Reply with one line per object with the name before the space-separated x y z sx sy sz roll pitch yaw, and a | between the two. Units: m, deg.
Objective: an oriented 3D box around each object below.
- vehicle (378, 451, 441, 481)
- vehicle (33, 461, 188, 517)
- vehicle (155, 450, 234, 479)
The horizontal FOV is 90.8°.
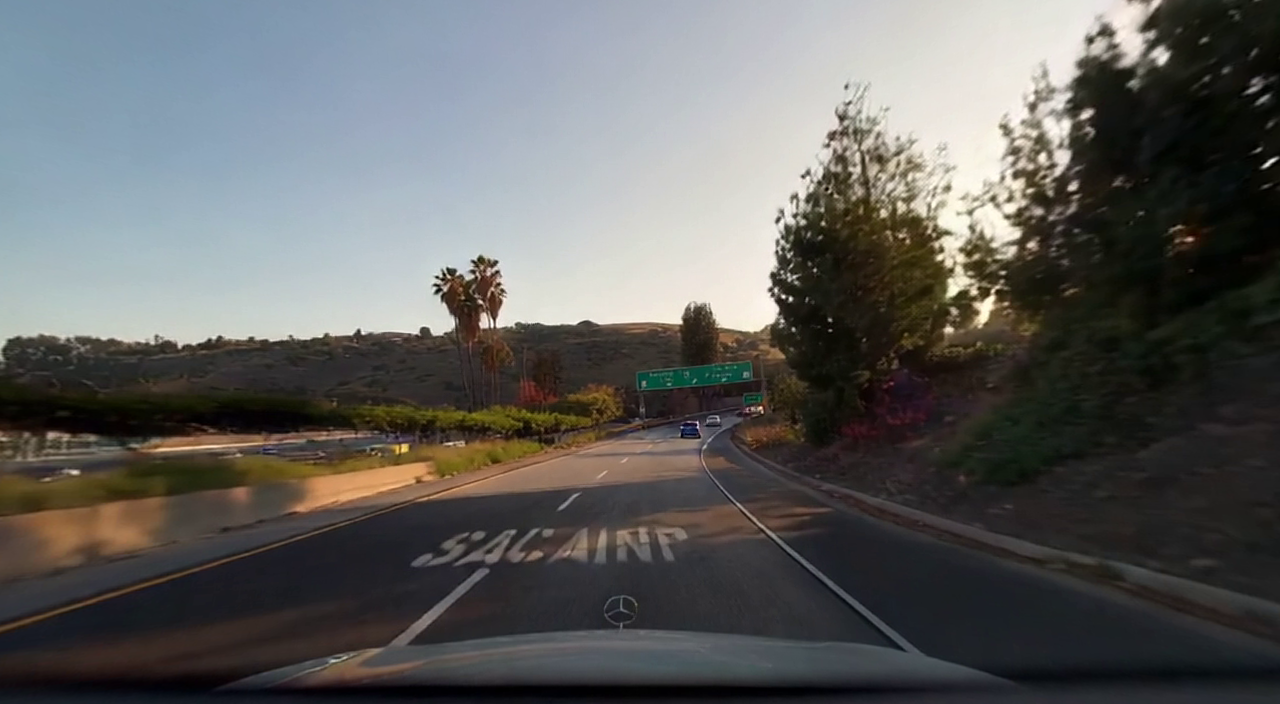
vehicle | -15.040 7.434 41.488 2.227 1.760 4.507 -1 -8 3
vehicle | -19.613 5.051 23.723 1.956 1.716 4.330 -1 -8 2
vehicle | -31.791 8.015 45.288 2.098 1.856 4.746 -1 -8 2
